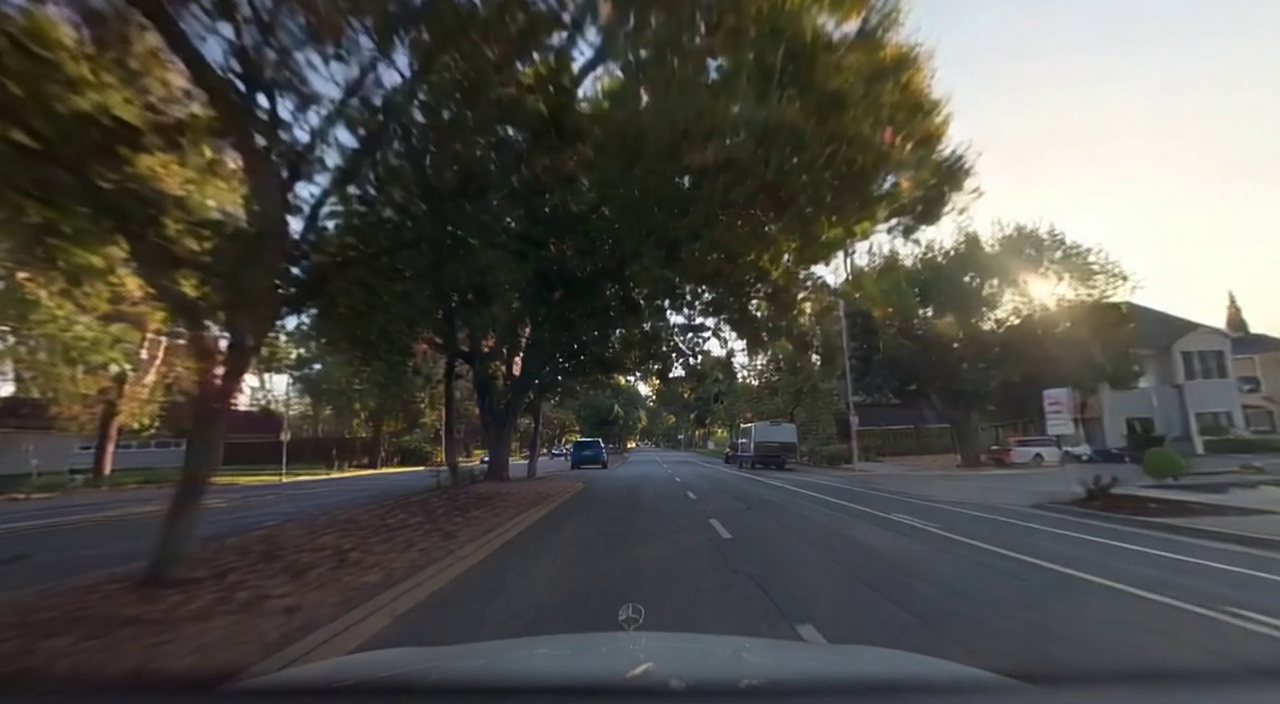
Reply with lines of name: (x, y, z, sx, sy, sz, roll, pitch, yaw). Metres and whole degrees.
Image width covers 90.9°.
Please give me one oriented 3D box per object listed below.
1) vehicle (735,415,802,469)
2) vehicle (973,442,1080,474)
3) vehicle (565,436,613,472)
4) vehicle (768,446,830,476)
vehicle: (8.154, 5.829, 40.891, 3.101, 3.161, 6.513, 0, -8, 1)
vehicle: (19.660, 5.364, 32.209, 1.864, 1.523, 4.176, 5, -10, -30)
vehicle: (-2.719, 5.561, 34.634, 2.179, 1.851, 4.756, 0, -8, 1)
vehicle: (8.118, 5.598, 32.701, 1.976, 1.445, 4.909, 0, -8, 0)
